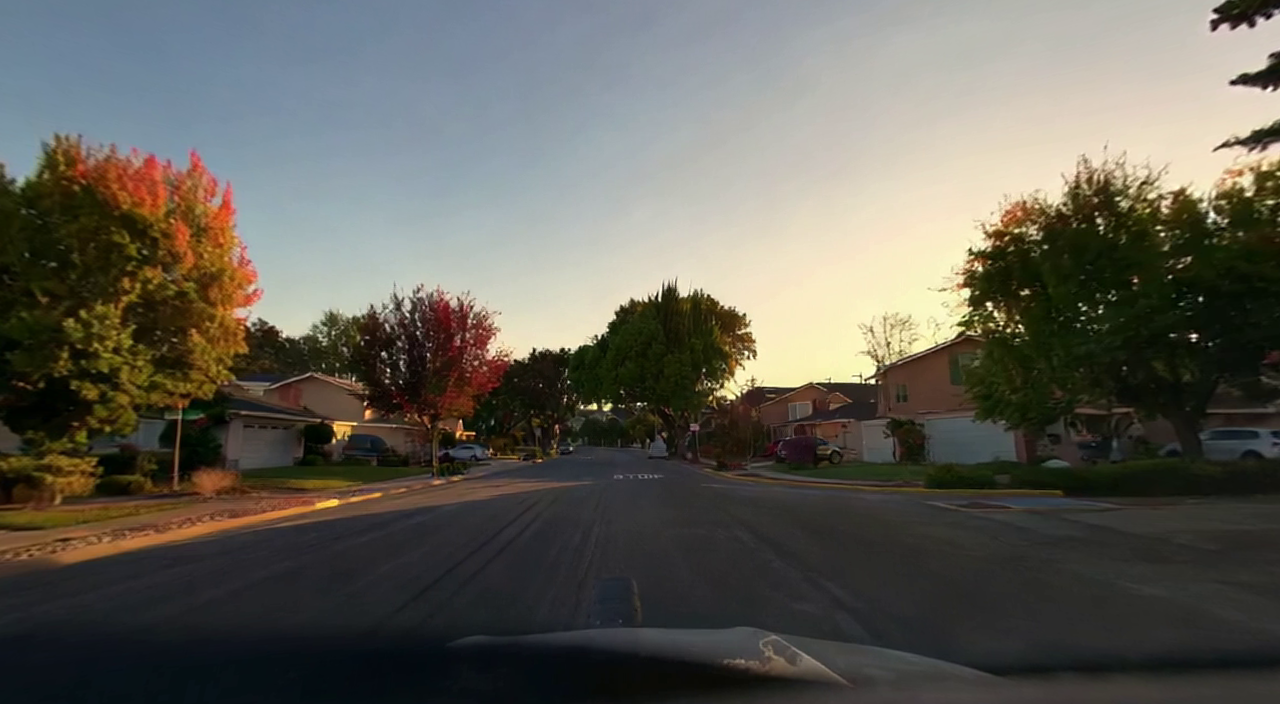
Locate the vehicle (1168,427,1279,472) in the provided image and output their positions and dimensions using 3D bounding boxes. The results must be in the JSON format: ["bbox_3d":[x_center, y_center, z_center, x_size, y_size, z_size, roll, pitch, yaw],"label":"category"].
[{"bbox_3d":[23.512,3.789,24.655,1.836,1.588,4.419,0,-9,-2],"label":"vehicle"}]

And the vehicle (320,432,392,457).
[{"bbox_3d":[-19.424,6.352,43.413,4.093,1.661,1.765,0,-9,-6],"label":"vehicle"}]
